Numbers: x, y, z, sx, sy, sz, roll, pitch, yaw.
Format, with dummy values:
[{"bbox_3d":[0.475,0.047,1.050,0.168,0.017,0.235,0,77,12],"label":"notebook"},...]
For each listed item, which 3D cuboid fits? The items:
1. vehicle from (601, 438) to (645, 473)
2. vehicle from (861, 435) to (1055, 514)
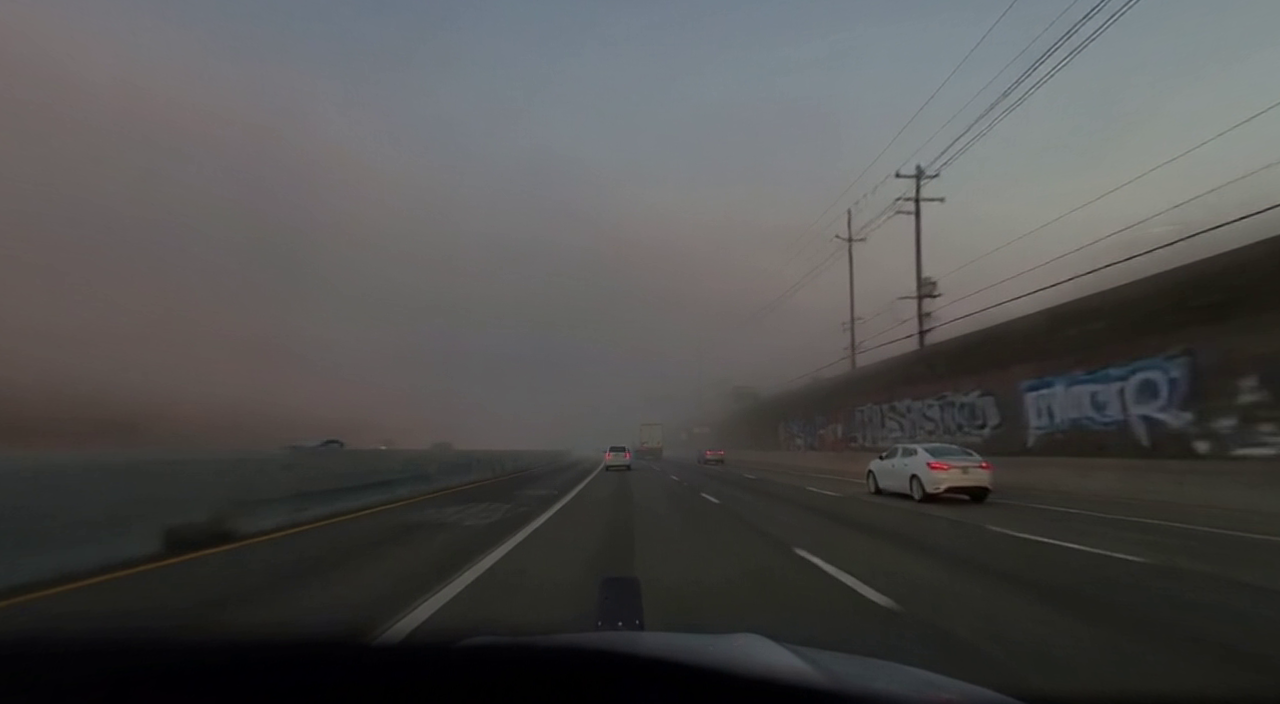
[{"bbox_3d":[-0.898,5.416,33.195,2.191,1.685,3.353,0,-9,-2],"label":"vehicle"},{"bbox_3d":[7.088,2.769,14.805,2.032,1.525,4.631,0,-9,-2],"label":"vehicle"}]
